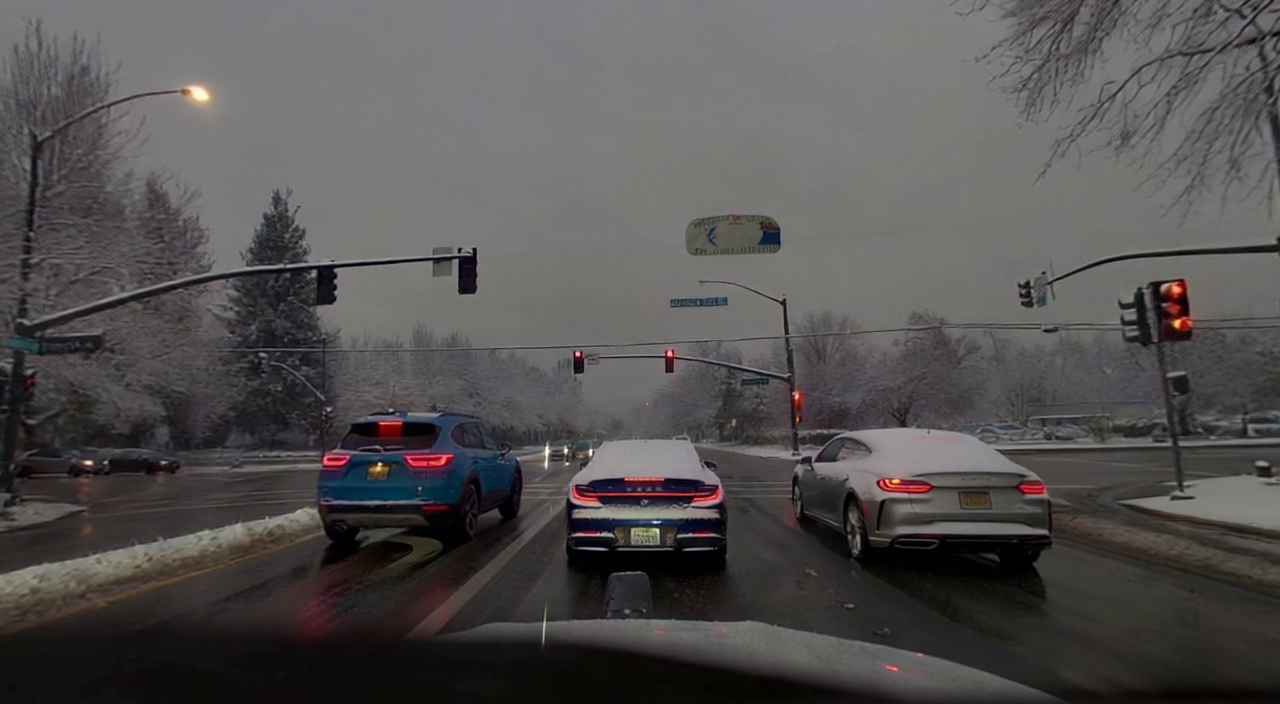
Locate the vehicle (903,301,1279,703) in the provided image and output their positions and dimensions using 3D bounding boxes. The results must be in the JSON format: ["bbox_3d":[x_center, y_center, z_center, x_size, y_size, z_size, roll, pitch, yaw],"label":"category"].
[{"bbox_3d":[3.100,0.804,2.523,2.143,1.759,4.531,0,-8,1],"label":"vehicle"}]

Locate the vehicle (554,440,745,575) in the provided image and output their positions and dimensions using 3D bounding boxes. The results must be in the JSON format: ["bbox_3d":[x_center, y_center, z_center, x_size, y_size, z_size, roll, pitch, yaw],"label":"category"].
[{"bbox_3d":[0.114,1.870,8.380,1.945,1.343,3.827,0,-8,1],"label":"vehicle"}]

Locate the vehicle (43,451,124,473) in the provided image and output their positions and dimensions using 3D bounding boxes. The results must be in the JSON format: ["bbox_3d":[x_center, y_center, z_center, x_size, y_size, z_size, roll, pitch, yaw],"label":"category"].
[{"bbox_3d":[-41.296,8.157,46.788,4.195,1.533,1.752,0,-8,-3],"label":"vehicle"}]

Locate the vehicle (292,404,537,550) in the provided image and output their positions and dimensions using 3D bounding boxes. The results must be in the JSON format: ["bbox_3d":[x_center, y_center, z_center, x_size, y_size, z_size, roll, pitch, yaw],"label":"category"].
[{"bbox_3d":[-3.166,1.890,10.198,2.061,1.781,4.842,0,-8,1],"label":"vehicle"}]

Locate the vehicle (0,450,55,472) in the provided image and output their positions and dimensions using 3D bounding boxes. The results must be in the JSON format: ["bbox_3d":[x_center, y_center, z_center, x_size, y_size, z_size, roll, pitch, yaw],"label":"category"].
[{"bbox_3d":[-46.156,7.962,46.166,4.545,1.558,1.833,0,-8,-4],"label":"vehicle"}]
